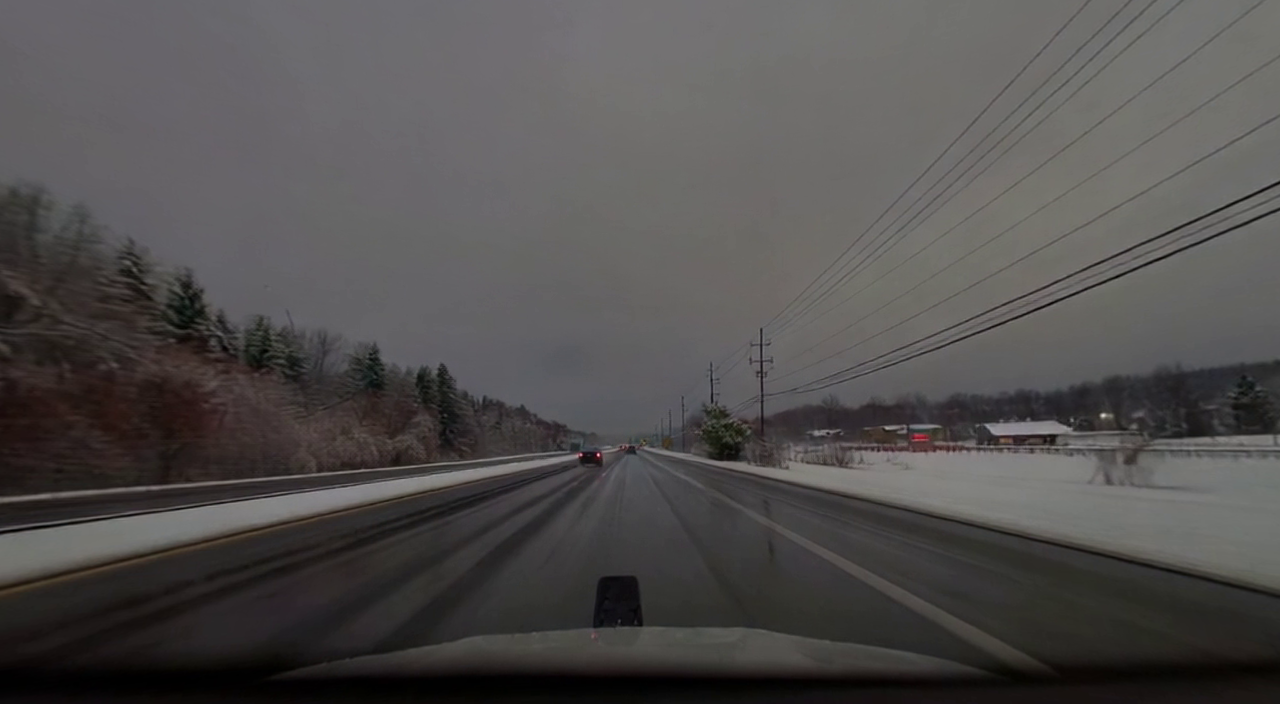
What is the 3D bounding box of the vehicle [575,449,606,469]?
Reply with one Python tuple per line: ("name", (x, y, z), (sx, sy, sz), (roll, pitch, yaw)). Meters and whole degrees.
("vehicle", (-3.867, 8.506, 49.962), (2.123, 1.545, 4.404), (0, -9, 0))
